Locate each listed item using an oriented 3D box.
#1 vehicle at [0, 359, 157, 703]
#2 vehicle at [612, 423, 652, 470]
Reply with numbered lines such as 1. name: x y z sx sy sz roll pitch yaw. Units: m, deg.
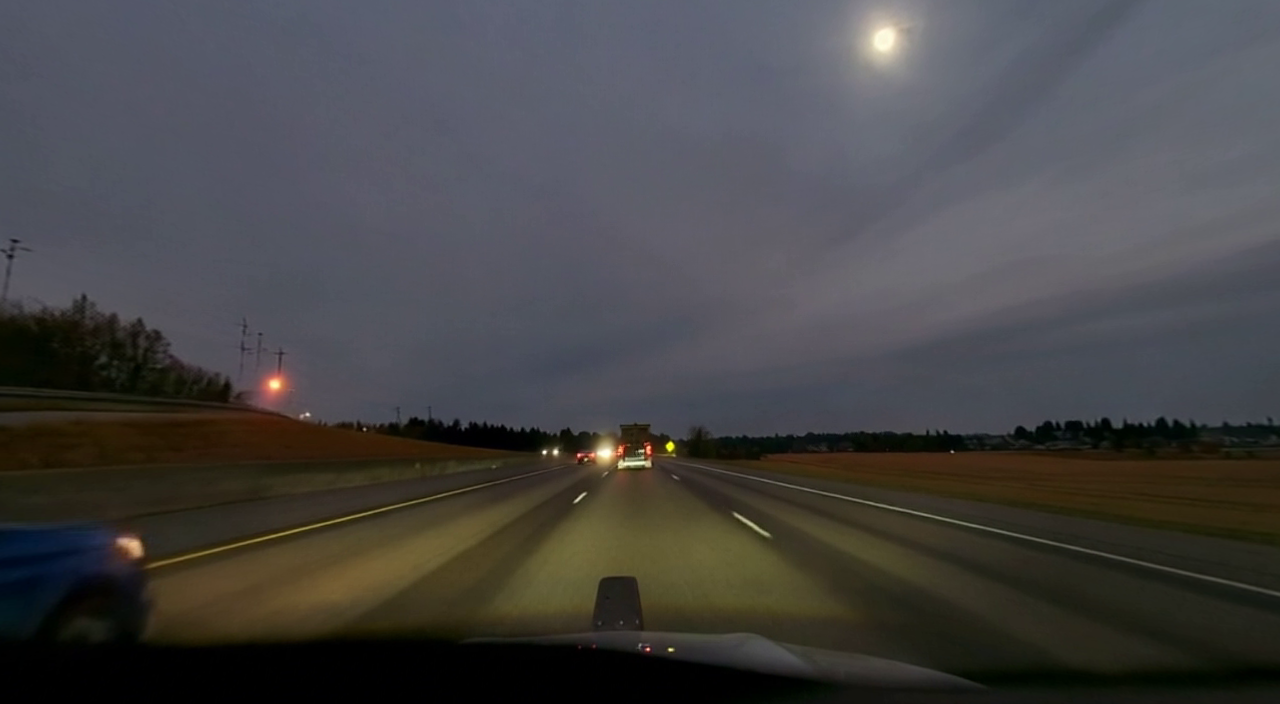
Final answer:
1. vehicle: -3.435 0.639 0.906 2.088 1.643 4.215 0 -9 0
2. vehicle: -0.577 6.740 44.890 2.672 3.056 6.900 0 -9 -1
